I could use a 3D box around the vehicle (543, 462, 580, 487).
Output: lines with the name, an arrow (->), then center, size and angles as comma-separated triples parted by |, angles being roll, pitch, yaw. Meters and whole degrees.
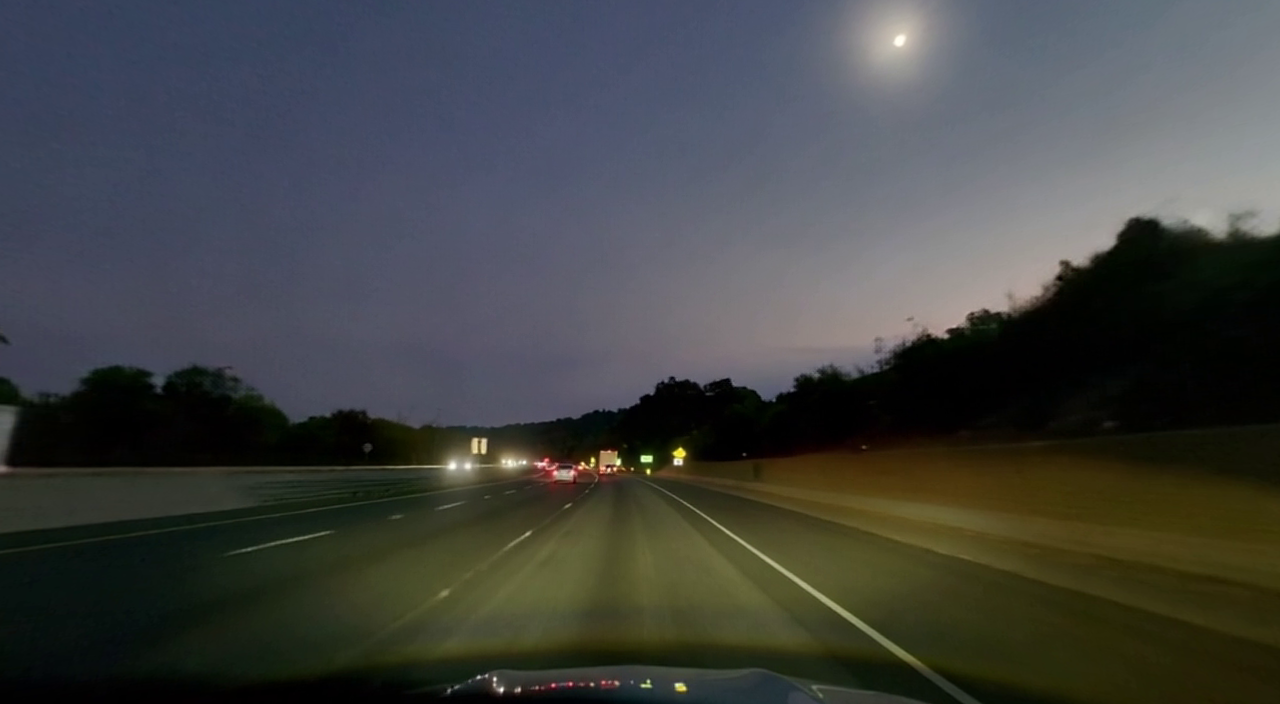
vehicle -> -5.384, 8.489, 43.748 | 2.115, 1.546, 4.638 | 1, -10, -3
